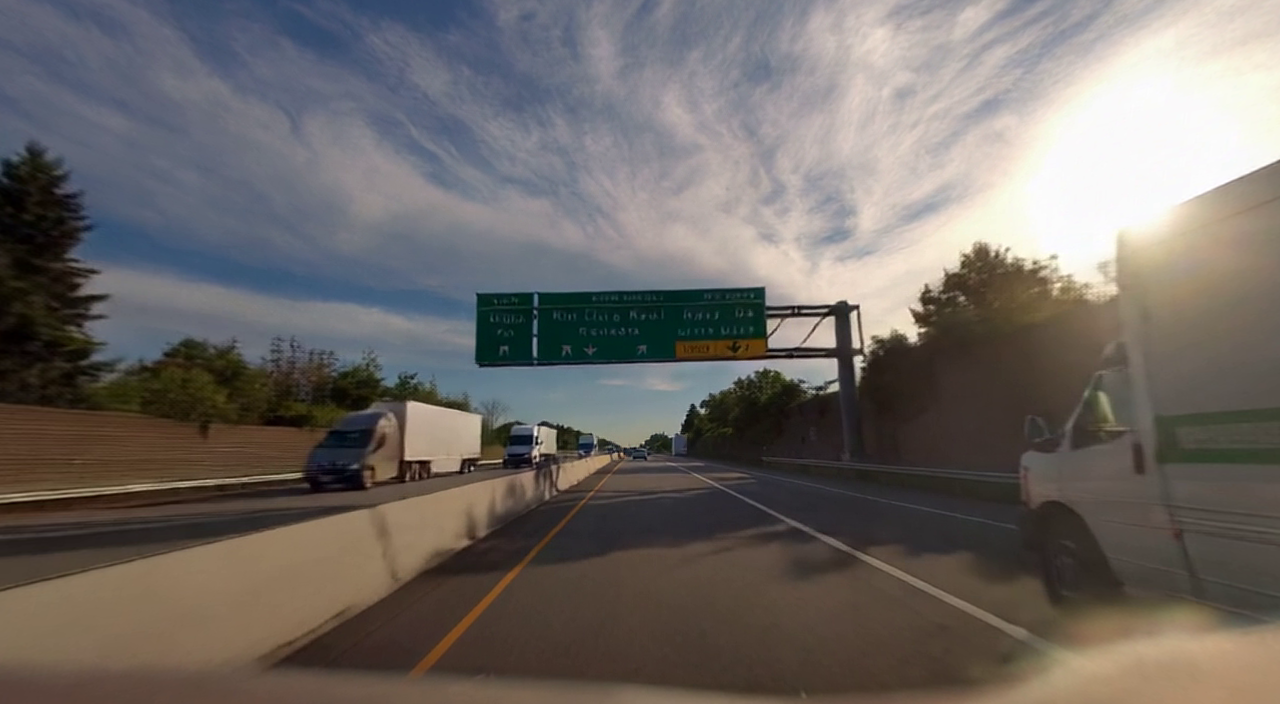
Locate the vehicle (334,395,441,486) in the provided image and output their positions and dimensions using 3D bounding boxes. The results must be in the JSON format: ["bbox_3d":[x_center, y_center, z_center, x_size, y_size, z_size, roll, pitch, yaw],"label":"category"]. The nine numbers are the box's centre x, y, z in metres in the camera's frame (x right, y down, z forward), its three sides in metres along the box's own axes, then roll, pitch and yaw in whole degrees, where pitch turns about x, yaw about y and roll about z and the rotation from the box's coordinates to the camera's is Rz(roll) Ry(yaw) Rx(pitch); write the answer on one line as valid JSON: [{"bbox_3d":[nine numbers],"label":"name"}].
[{"bbox_3d":[-12.904,4.656,32.824,3.096,4.310,5.698,0,-9,0],"label":"vehicle"}]

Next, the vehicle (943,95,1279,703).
[{"bbox_3d":[4.057,0.180,2.077,2.449,2.805,6.763,0,-9,-2],"label":"vehicle"}]
